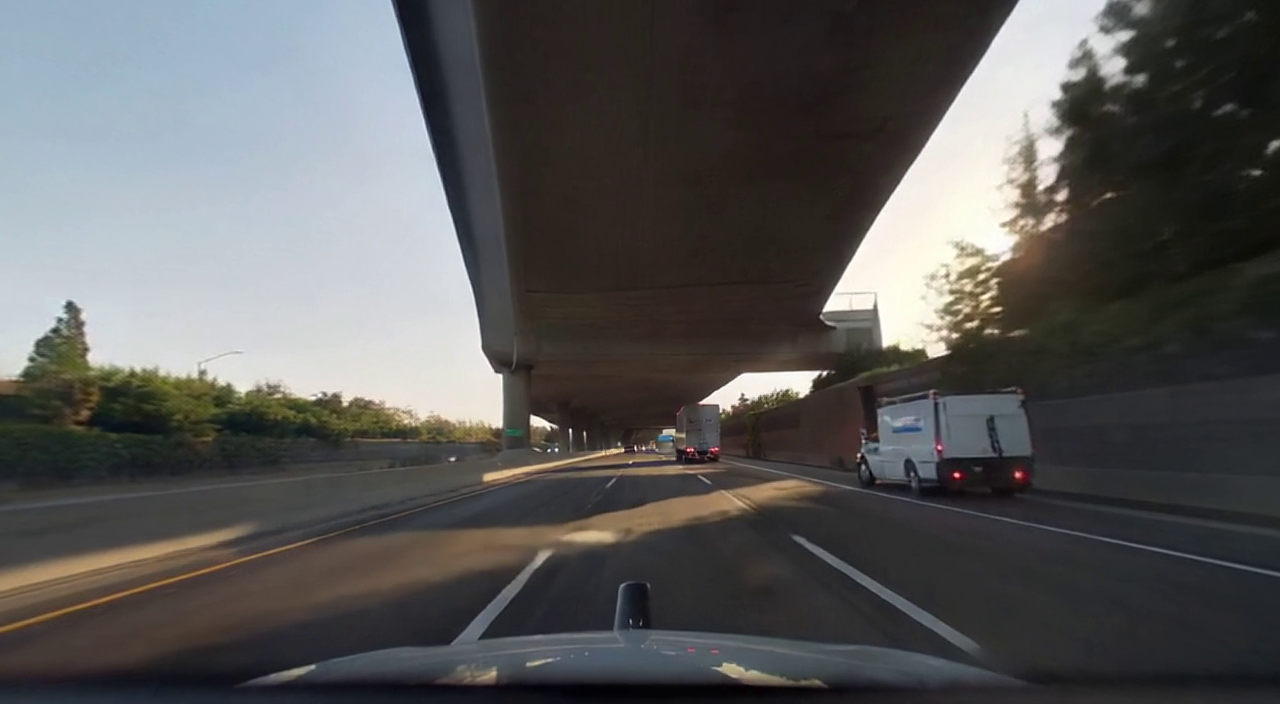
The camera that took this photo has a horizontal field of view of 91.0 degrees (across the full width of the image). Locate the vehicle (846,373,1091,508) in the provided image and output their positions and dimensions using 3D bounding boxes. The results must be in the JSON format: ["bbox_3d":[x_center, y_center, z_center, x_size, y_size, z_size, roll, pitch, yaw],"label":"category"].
[{"bbox_3d":[7.876,2.315,16.499,2.474,2.730,7.349,0,-8,0],"label":"vehicle"}]
